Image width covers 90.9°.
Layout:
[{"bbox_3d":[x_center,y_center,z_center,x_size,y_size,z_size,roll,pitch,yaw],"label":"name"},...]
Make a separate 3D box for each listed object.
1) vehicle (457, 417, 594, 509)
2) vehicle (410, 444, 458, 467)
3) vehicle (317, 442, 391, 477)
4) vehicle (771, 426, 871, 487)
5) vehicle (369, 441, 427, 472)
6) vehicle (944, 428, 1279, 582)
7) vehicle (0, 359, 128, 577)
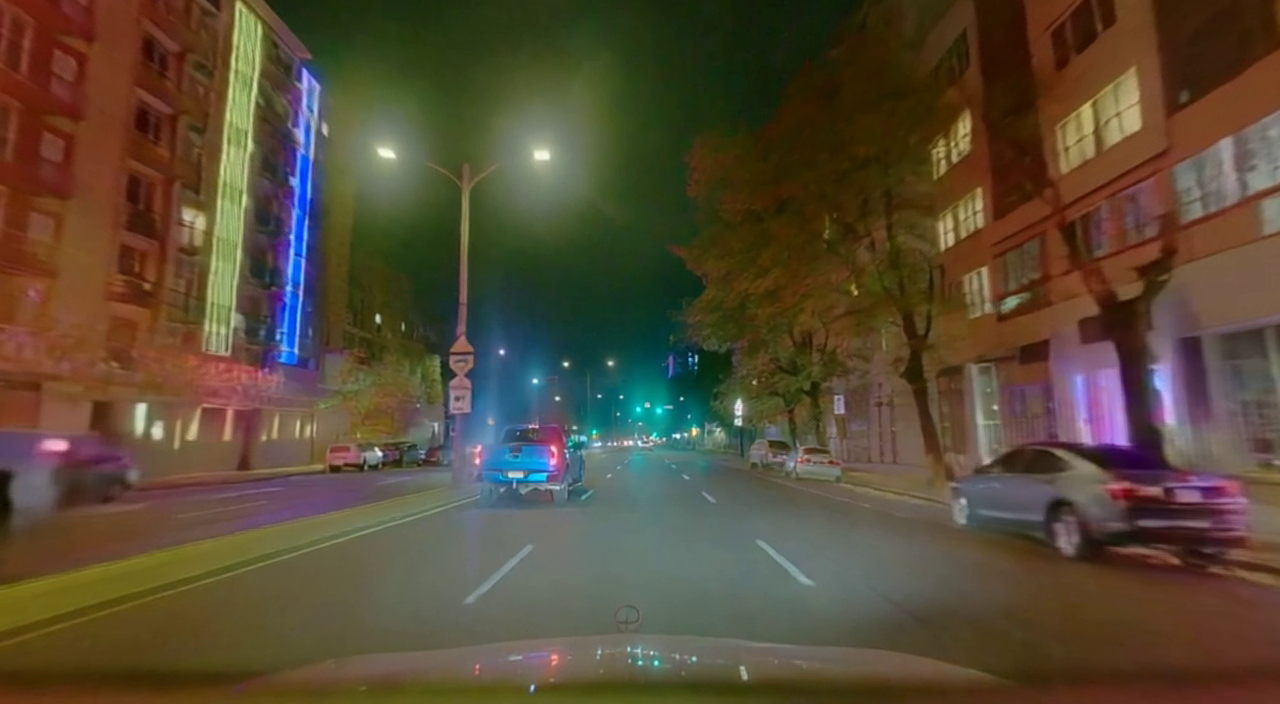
[{"bbox_3d":[-2.433,2.580,15.072,2.197,1.786,5.365,0,-9,1],"label":"vehicle"},{"bbox_3d":[-15.701,7.942,48.364,2.100,1.596,4.739,-2,-9,0],"label":"vehicle"},{"bbox_3d":[-15.960,5.995,35.466,1.928,1.824,4.664,0,-9,0],"label":"vehicle"},{"bbox_3d":[6.045,3.579,21.758,2.043,1.841,4.842,0,-9,1],"label":"vehicle"},{"bbox_3d":[-15.729,6.780,41.299,1.948,1.827,4.730,-2,-8,0],"label":"vehicle"},{"bbox_3d":[6.052,1.824,8.326,1.988,1.514,3.962,0,-9,-1],"label":"vehicle"},{"bbox_3d":[-7.257,0.862,4.367,2.462,2.027,5.808,0,-9,1],"label":"vehicle"}]
